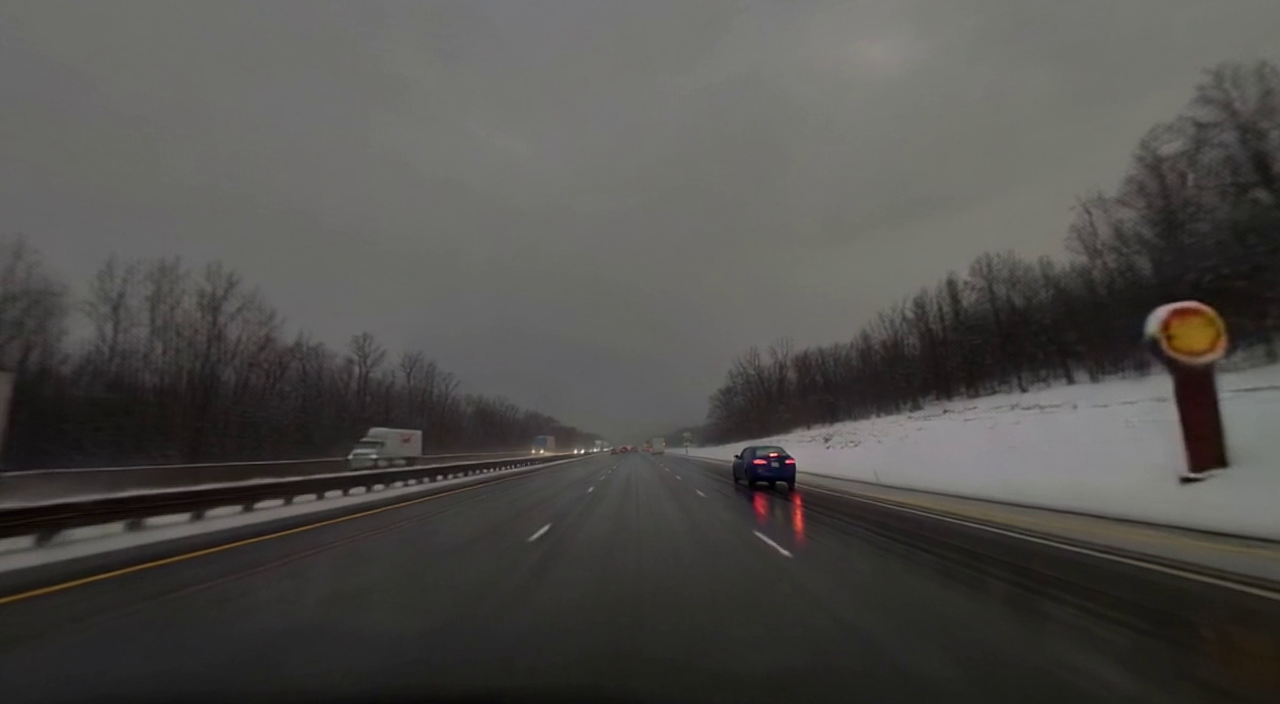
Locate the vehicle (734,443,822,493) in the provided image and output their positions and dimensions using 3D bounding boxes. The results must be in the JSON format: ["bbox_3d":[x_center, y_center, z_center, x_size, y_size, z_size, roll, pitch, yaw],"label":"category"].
[{"bbox_3d":[4.457,3.808,21.039,1.967,1.472,3.751,0,-9,-2],"label":"vehicle"}]

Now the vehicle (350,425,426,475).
[{"bbox_3d":[-19.392,7.628,49.139,2.795,3.552,7.495,0,-9,0],"label":"vehicle"}]
